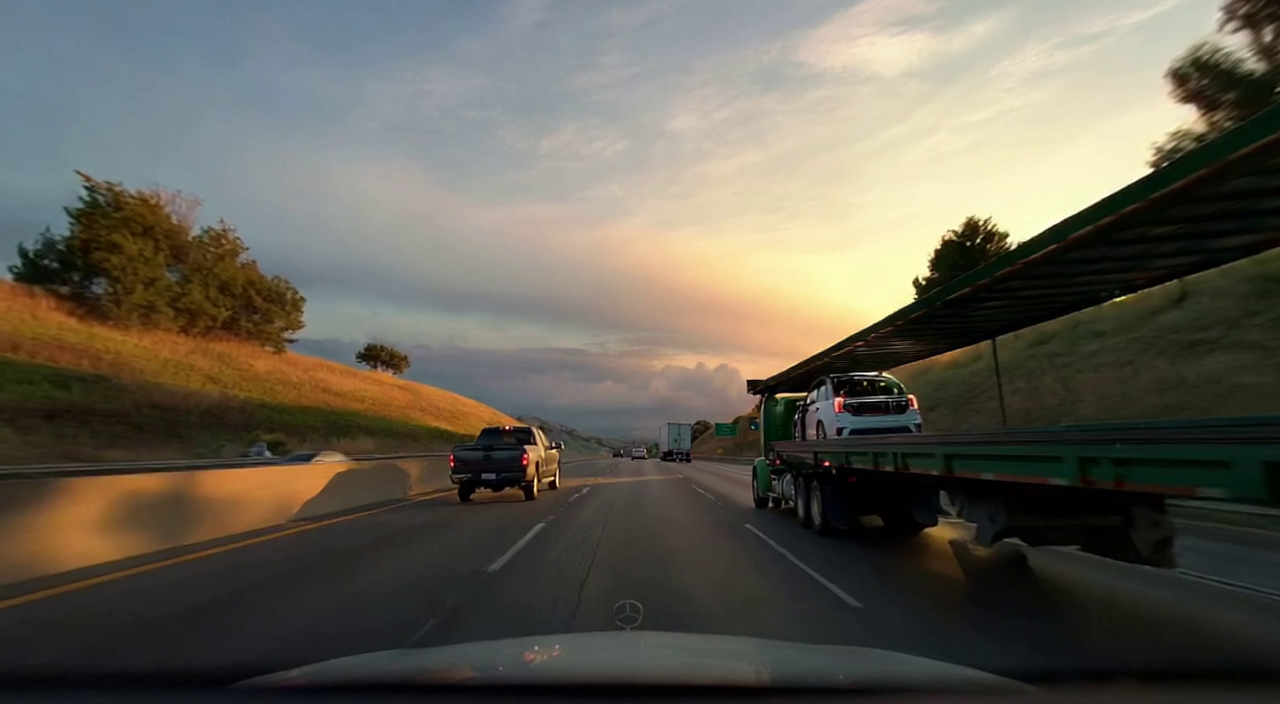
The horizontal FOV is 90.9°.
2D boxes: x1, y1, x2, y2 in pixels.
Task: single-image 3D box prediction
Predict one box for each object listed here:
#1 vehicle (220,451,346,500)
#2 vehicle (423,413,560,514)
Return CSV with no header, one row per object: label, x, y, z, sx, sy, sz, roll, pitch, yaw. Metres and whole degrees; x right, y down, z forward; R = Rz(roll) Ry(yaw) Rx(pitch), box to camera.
vehicle,-11.833,4.080,21.269,1.706,1.473,4.346,0,-9,0
vehicle,-3.308,2.617,15.122,2.142,2.044,4.446,0,-9,1
